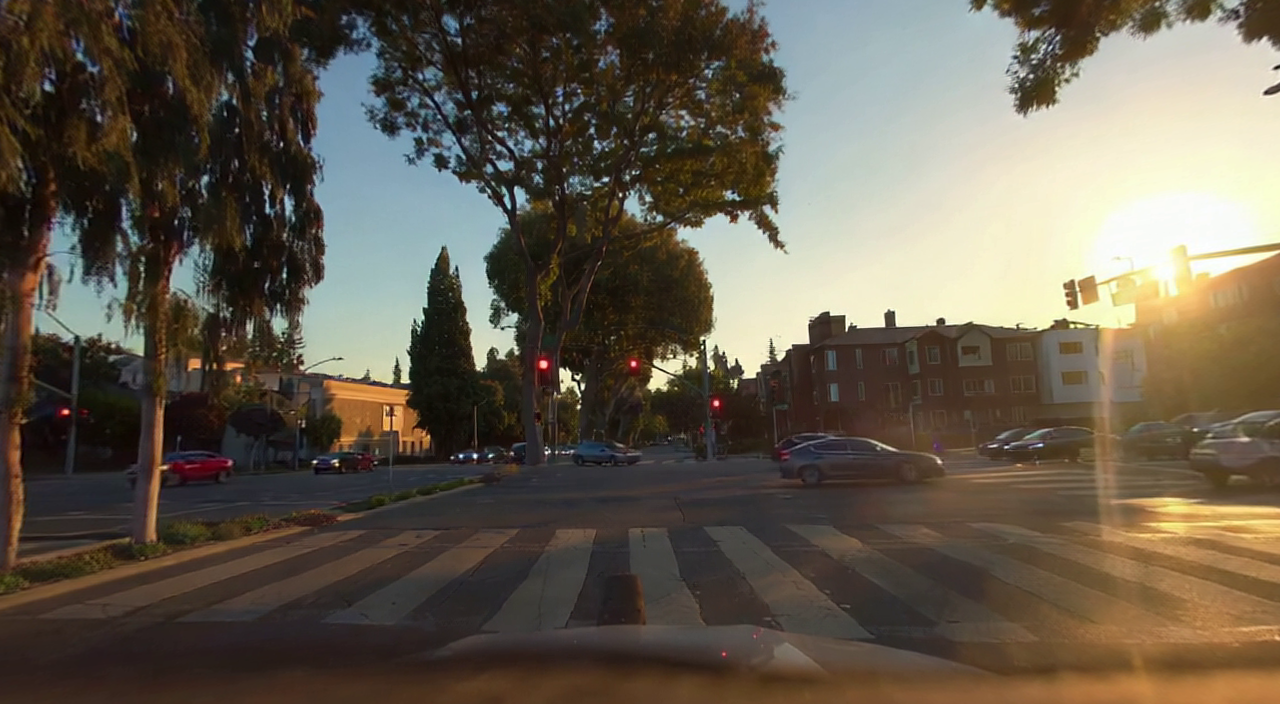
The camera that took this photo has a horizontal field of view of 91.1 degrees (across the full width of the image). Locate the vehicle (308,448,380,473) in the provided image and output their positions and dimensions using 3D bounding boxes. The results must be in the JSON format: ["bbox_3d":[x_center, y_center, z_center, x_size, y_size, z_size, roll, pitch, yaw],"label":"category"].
[{"bbox_3d":[-18.385,6.749,39.299,2.203,1.471,4.723,0,-8,0],"label":"vehicle"}]

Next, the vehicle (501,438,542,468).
[{"bbox_3d":[-7.792,6.545,40.857,2.276,1.842,4.958,2,-9,-14],"label":"vehicle"}]

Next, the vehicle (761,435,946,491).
[{"bbox_3d":[6.066,3.139,18.088,4.719,1.449,2.026,-3,-9,21],"label":"vehicle"}]

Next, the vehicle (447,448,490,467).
[{"bbox_3d":[-12.679,7.787,46.642,1.921,1.304,4.050,0,-8,1],"label":"vehicle"}]

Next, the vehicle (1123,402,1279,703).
[{"bbox_3d":[3.095,0.655,0.420,1.990,1.454,4.490,0,-8,1],"label":"vehicle"}]

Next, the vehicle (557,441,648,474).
[{"bbox_3d":[-1.973,5.224,31.417,2.006,1.515,5.017,7,-11,-39],"label":"vehicle"}]

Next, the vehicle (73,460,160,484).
[{"bbox_3d":[-33.010,7.515,39.633,1.648,1.330,3.857,-7,-11,39],"label":"vehicle"}]

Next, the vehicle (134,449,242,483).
[{"bbox_3d":[-21.694,5.456,30.423,1.853,1.456,4.531,0,-8,0],"label":"vehicle"}]
